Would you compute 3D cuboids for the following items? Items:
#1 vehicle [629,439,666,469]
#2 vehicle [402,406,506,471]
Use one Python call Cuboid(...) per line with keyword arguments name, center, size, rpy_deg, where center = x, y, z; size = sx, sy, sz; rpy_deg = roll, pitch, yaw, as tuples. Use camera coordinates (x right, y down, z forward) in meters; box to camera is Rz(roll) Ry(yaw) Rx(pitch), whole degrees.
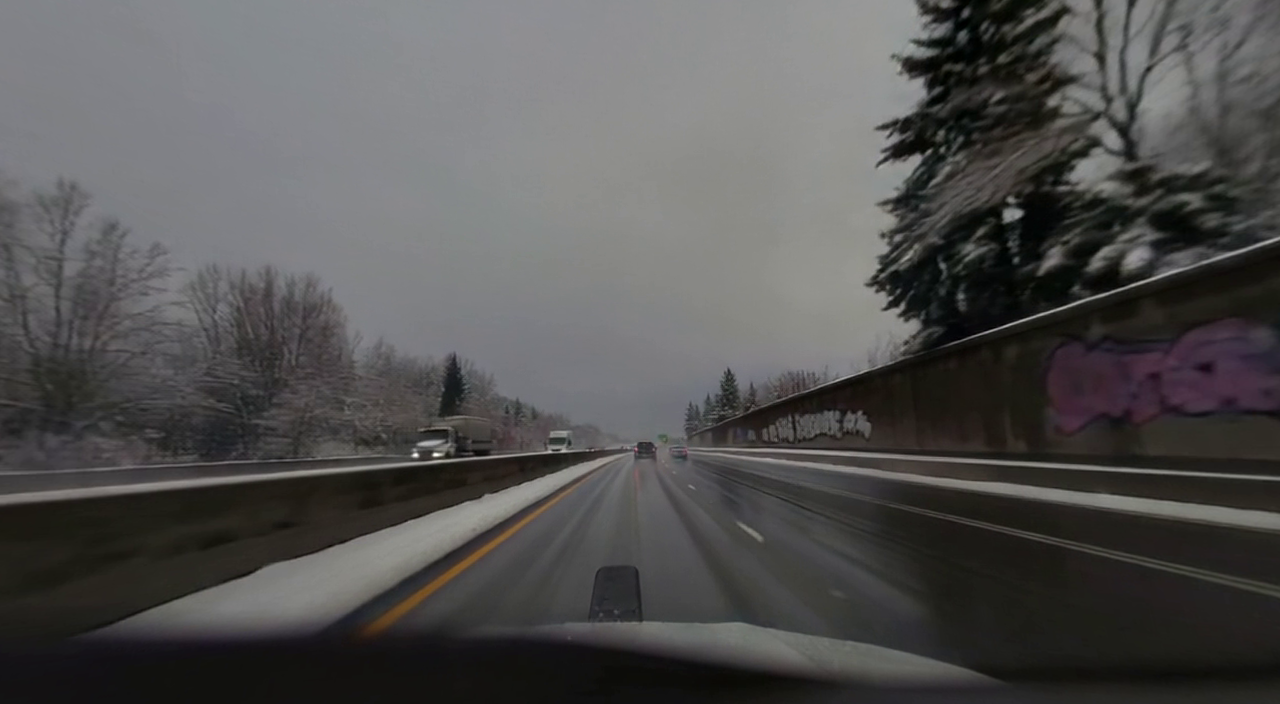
Cuboid(name="vehicle", center=(0.400, 6.175, 37.967), size=(2.095, 1.671, 4.219), rpy_deg=(0, -9, -1))
Cuboid(name="vehicle", center=(-13.365, 6.573, 46.953), size=(3.286, 4.083, 14.078), rpy_deg=(-1, -9, 1))
